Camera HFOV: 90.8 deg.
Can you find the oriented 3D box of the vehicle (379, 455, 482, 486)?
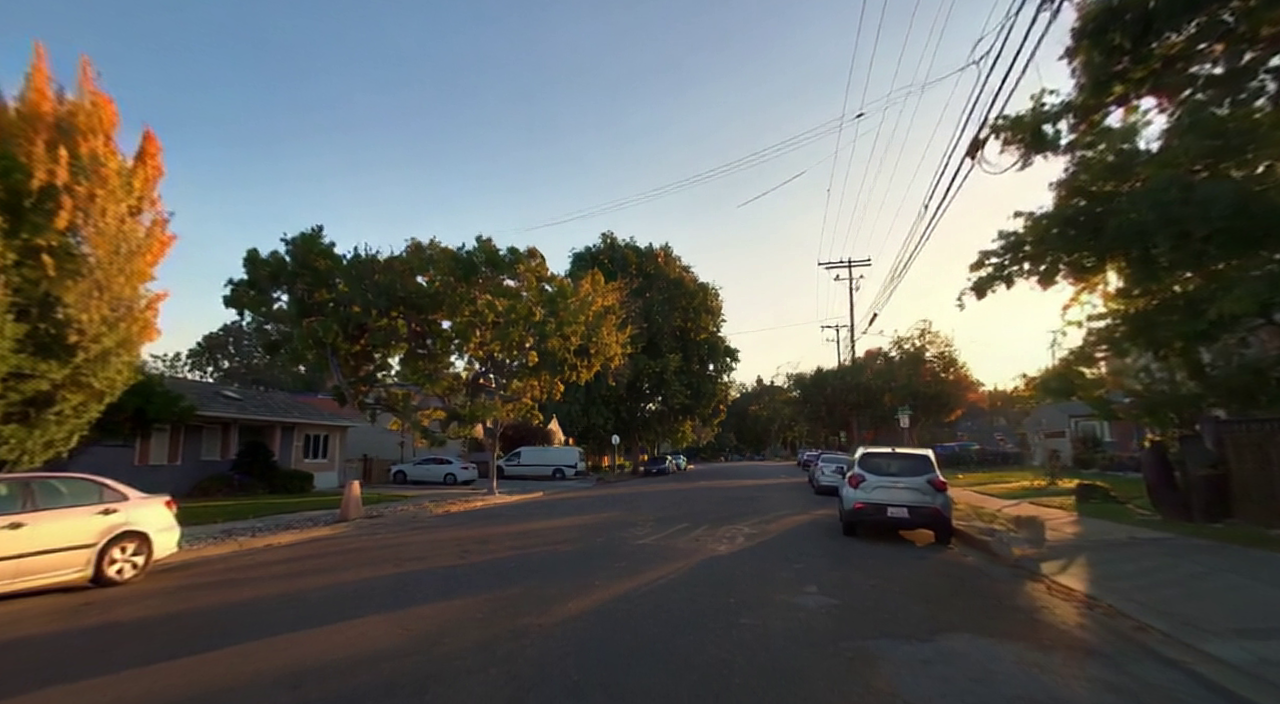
[{"bbox_3d":[-10.304,5.835,31.210,4.481,1.420,1.712,-2,-9,10],"label":"vehicle"}]

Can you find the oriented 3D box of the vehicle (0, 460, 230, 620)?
[{"bbox_3d":[-6.965,1.860,6.379,1.968,1.449,4.502,-2,-9,14],"label":"vehicle"}]

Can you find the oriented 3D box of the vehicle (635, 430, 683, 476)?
[{"bbox_3d":[1.378,6.922,43.574,2.199,2.902,5.848,-2,-9,13],"label":"vehicle"}]

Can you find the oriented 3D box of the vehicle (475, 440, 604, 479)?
[{"bbox_3d":[-5.420,5.809,34.314,6.488,2.009,2.354,-2,-9,13],"label":"vehicle"}]

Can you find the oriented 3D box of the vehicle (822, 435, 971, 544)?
[{"bbox_3d":[4.255,2.274,11.017,1.908,1.572,3.105,-2,-9,14],"label":"vehicle"}]

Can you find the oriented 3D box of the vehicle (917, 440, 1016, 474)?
[{"bbox_3d":[16.504,5.338,32.177,4.075,1.674,1.811,-2,-9,14],"label":"vehicle"}]
